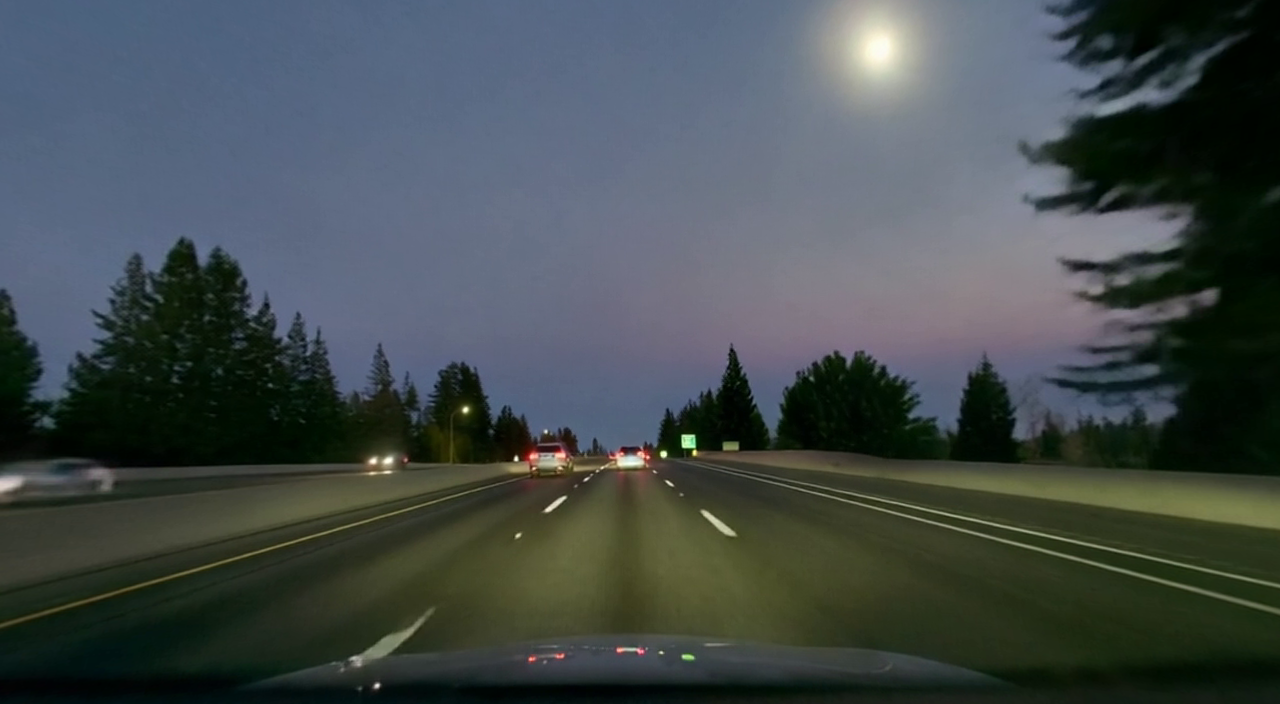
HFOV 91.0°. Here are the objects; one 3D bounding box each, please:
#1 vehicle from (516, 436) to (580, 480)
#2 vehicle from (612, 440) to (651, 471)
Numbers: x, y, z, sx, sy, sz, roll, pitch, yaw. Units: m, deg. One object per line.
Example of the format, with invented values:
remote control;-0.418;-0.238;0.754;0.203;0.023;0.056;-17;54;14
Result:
vehicle;-3.917;4.612;27.648;2.130;1.741;4.665;0;-8;0
vehicle;-0.512;5.974;36.503;2.130;1.684;3.826;0;-8;-1
